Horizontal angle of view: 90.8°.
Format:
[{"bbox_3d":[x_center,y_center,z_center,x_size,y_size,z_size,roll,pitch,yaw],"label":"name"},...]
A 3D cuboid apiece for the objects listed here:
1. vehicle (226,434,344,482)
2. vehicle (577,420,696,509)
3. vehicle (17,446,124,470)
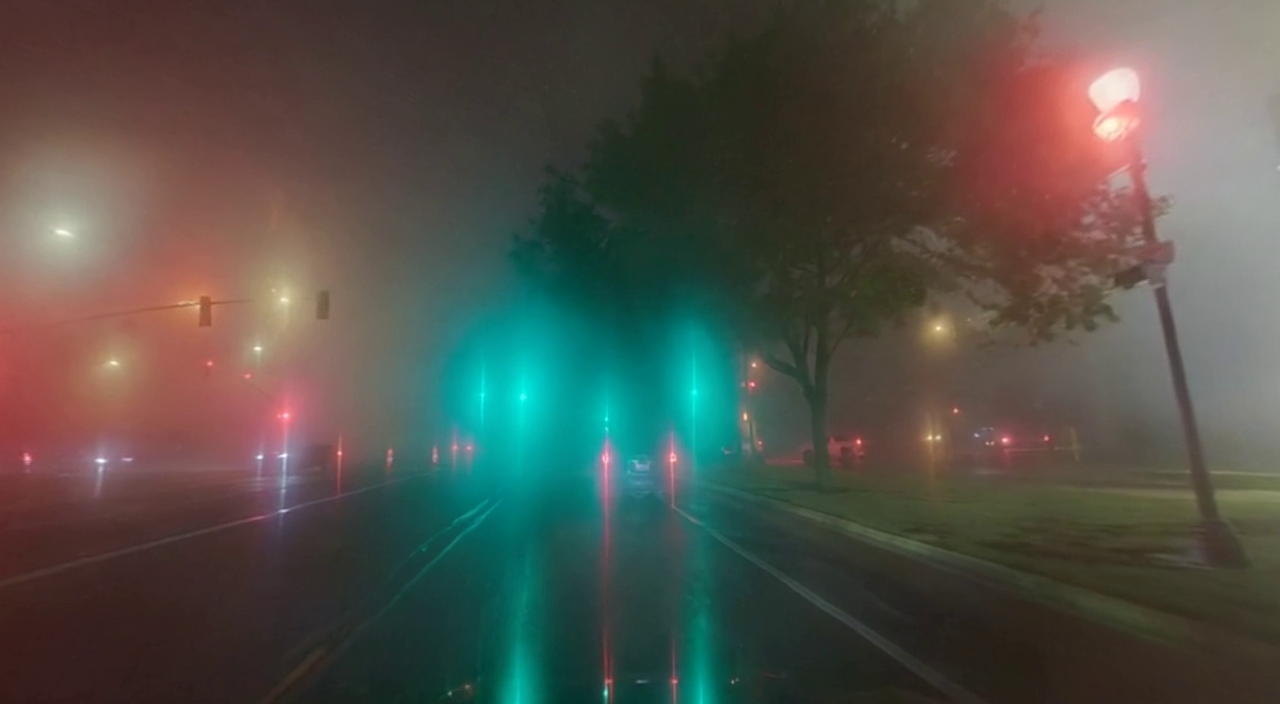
[{"bbox_3d":[-12.128,3.633,21.982,1.924,1.458,4.448,1,-8,-7],"label":"vehicle"},{"bbox_3d":[-0.263,2.485,14.406,2.230,1.683,4.204,1,-8,-7],"label":"vehicle"},{"bbox_3d":[-36.604,6.818,40.718,4.692,1.476,1.992,1,-8,-7],"label":"vehicle"}]
